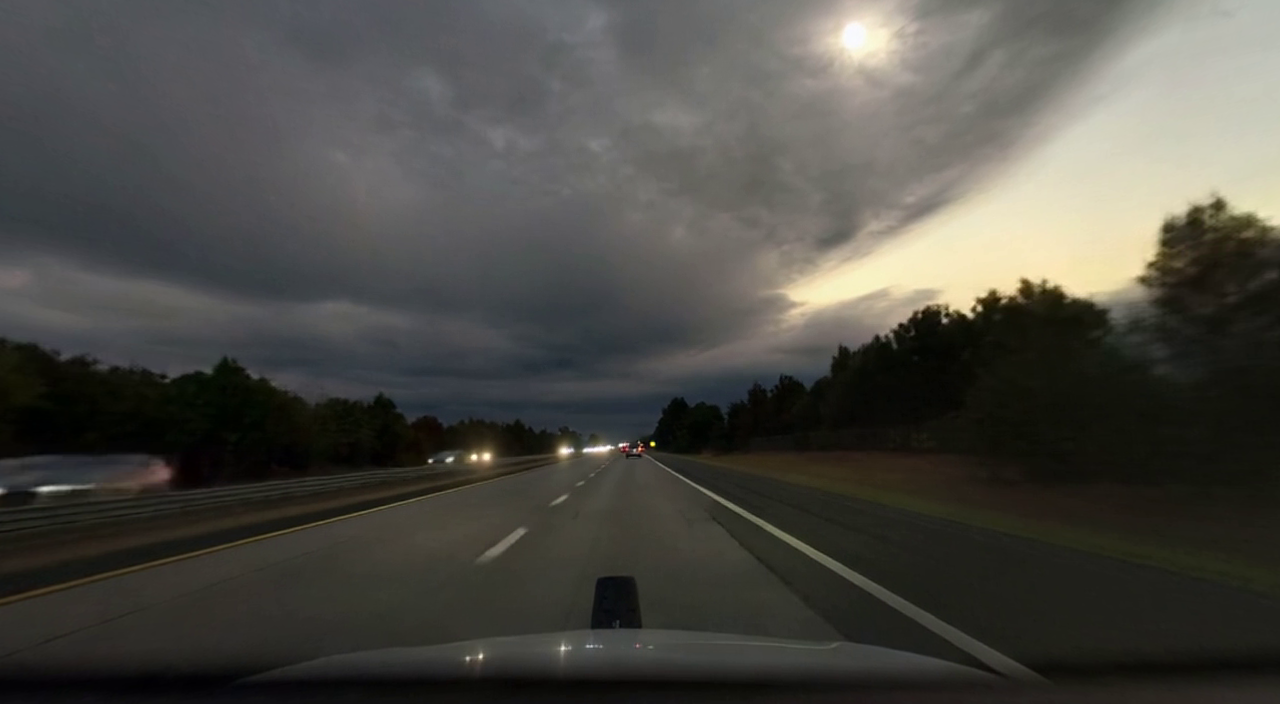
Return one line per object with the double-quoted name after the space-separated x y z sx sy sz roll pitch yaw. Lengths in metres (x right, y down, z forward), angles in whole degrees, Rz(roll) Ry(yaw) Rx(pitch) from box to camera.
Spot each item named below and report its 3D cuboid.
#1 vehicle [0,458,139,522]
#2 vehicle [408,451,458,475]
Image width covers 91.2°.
-16.646 3.737 17.417 1.821 1.481 4.435 0 -9 -1 "vehicle"
-13.903 7.461 42.360 1.729 1.484 4.774 0 -9 -1 "vehicle"
